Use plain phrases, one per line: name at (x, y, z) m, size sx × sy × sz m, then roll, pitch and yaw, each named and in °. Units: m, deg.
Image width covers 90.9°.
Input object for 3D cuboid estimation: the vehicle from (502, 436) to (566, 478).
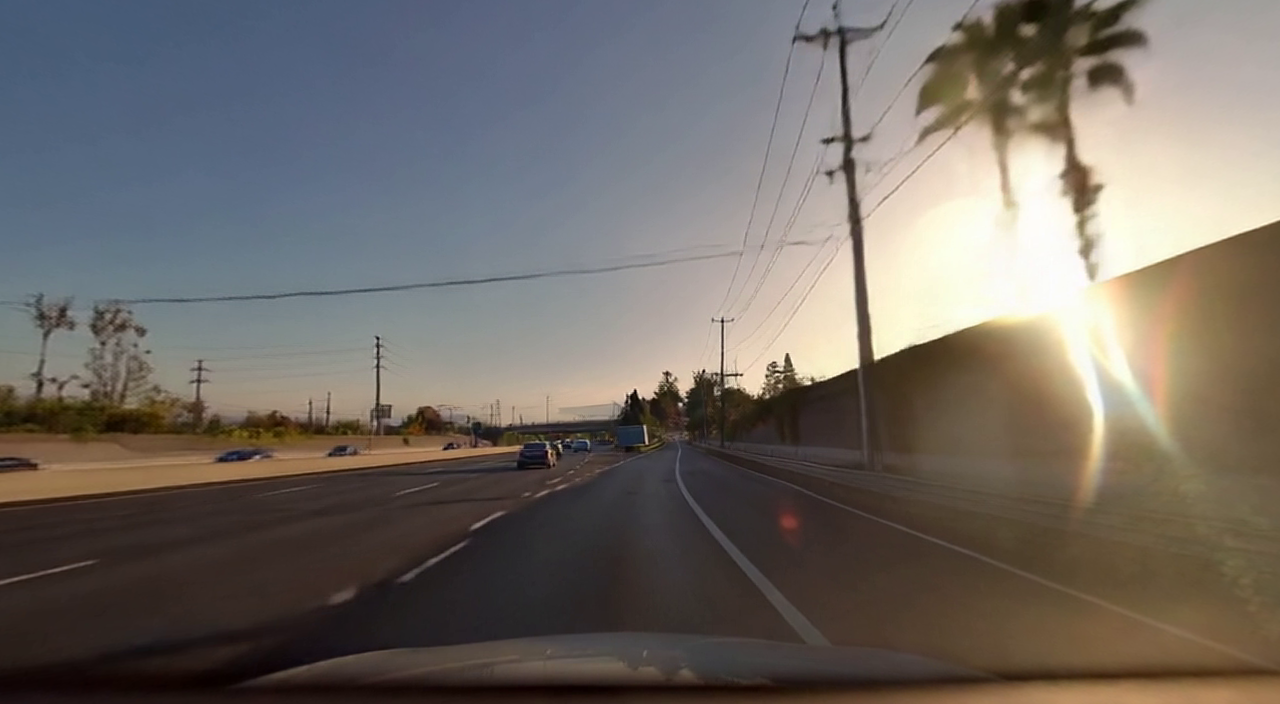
vehicle at (-4.343, 4.354, 26.526) m, size 2.029 × 1.609 × 3.935 m, roll 0°, pitch -8°, yaw -1°
